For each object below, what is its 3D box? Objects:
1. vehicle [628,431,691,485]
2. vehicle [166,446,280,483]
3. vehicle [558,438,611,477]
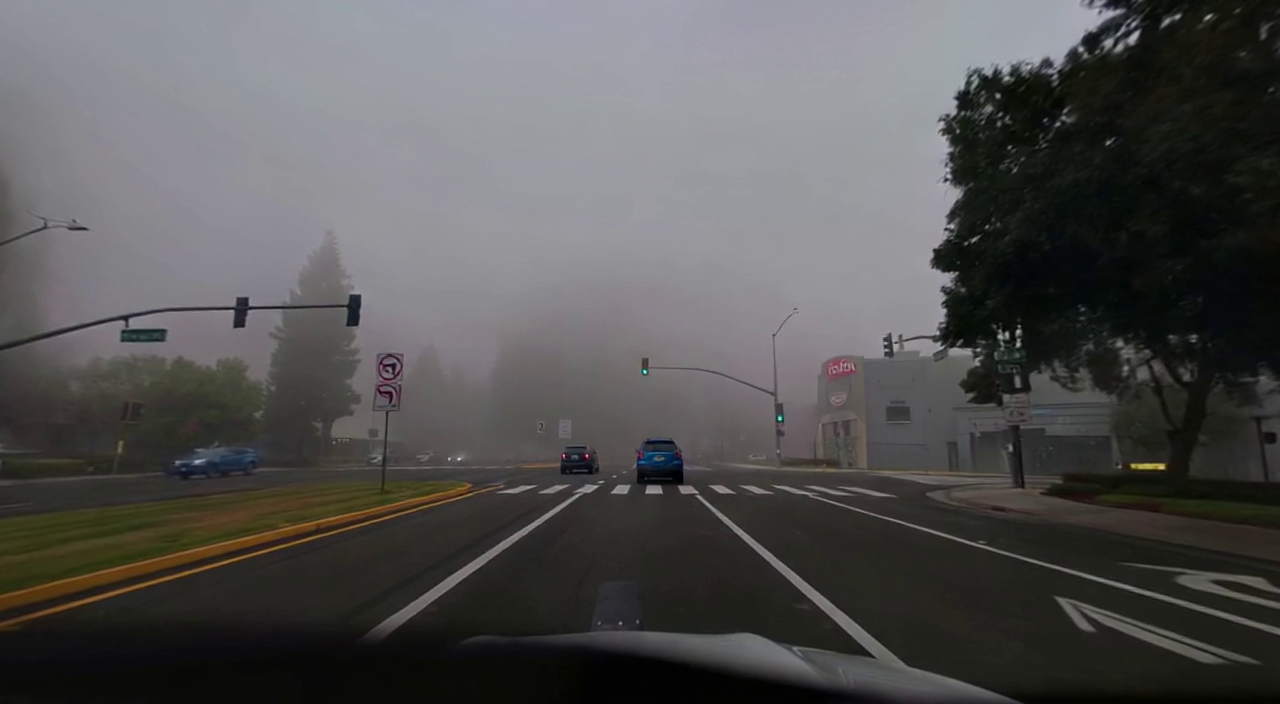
[{"bbox_3d":[0.749,4.220,25.405,2.273,1.909,5.075,0,-9,1],"label":"vehicle"},{"bbox_3d":[-18.939,5.115,29.040,1.950,1.512,4.794,0,-9,0],"label":"vehicle"},{"bbox_3d":[-2.782,5.426,32.831,2.202,1.856,4.516,0,-9,2],"label":"vehicle"}]
